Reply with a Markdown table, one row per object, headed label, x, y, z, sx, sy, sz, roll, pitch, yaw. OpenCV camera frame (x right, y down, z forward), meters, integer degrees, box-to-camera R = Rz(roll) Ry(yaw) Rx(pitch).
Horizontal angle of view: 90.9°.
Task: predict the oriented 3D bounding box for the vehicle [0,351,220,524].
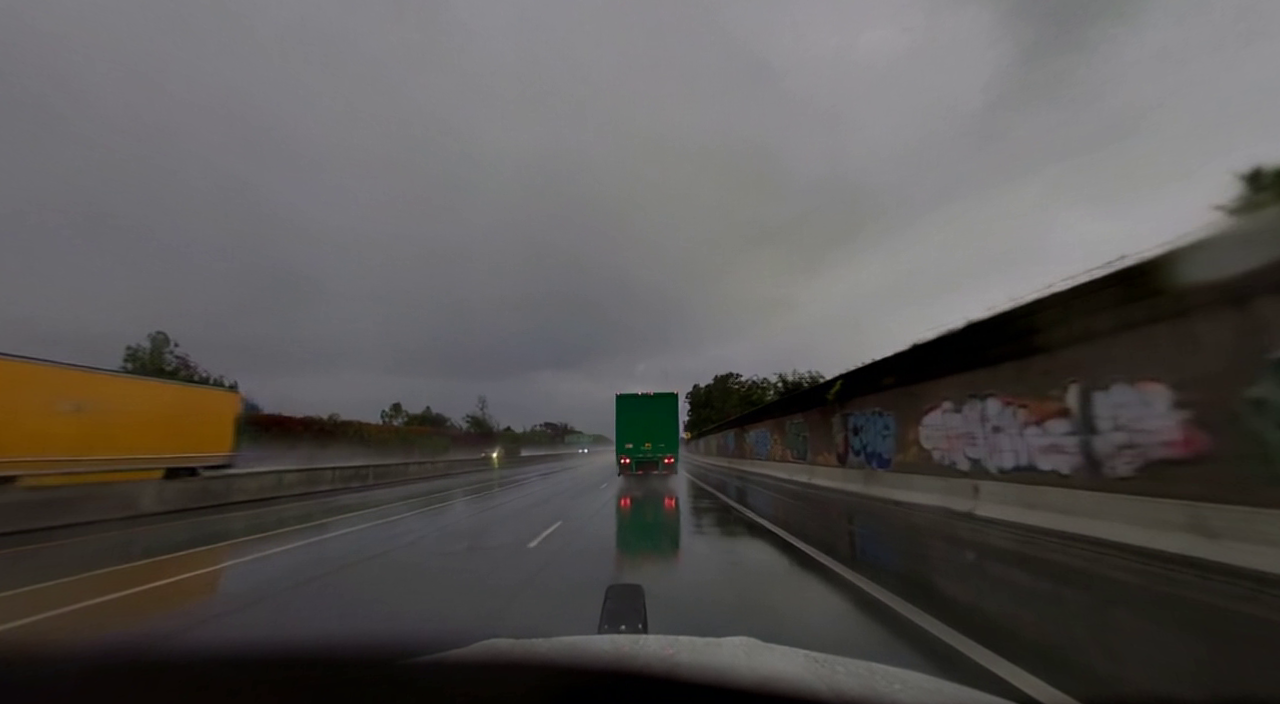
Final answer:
| label | x | y | z | sx | sy | sz | roll | pitch | yaw |
| --- | --- | --- | --- | --- | --- | --- | --- | --- | --- |
| vehicle | -16.615 | 2.134 | 15.585 | 2.882 | 4.051 | 13.808 | 0 | -9 | 0 |

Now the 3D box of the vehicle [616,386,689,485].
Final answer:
| label | x | y | z | sx | sy | sz | roll | pitch | yaw |
| --- | --- | --- | --- | --- | --- | --- | --- | --- | --- |
| vehicle | 0.296 | 4.122 | 30.364 | 2.900 | 3.955 | 10.151 | 0 | -9 | -2 |
